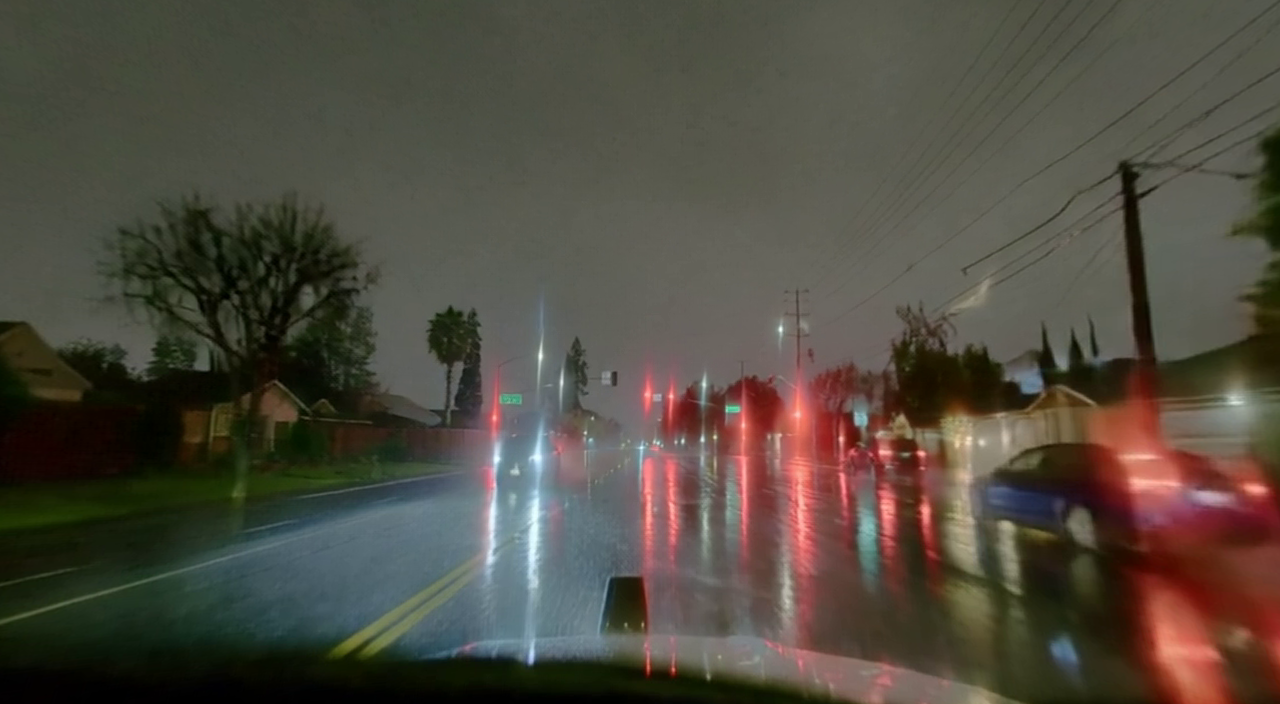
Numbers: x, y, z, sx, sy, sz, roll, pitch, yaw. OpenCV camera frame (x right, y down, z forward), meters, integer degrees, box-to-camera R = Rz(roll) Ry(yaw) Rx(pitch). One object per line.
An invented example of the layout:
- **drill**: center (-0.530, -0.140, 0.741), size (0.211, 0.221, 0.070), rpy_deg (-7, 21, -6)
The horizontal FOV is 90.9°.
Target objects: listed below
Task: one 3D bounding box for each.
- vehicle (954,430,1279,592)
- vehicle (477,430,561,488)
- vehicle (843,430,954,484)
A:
- **vehicle**: center (6.054, 1.786, 8.042), size (2.040, 1.475, 4.389), rpy_deg (-1, -8, 4)
- **vehicle**: center (-4.096, 3.704, 22.198), size (2.012, 1.778, 4.990), rpy_deg (0, -8, -1)
- **vehicle**: center (9.435, 3.872, 23.514), size (2.170, 1.771, 4.908), rpy_deg (0, -8, 2)
